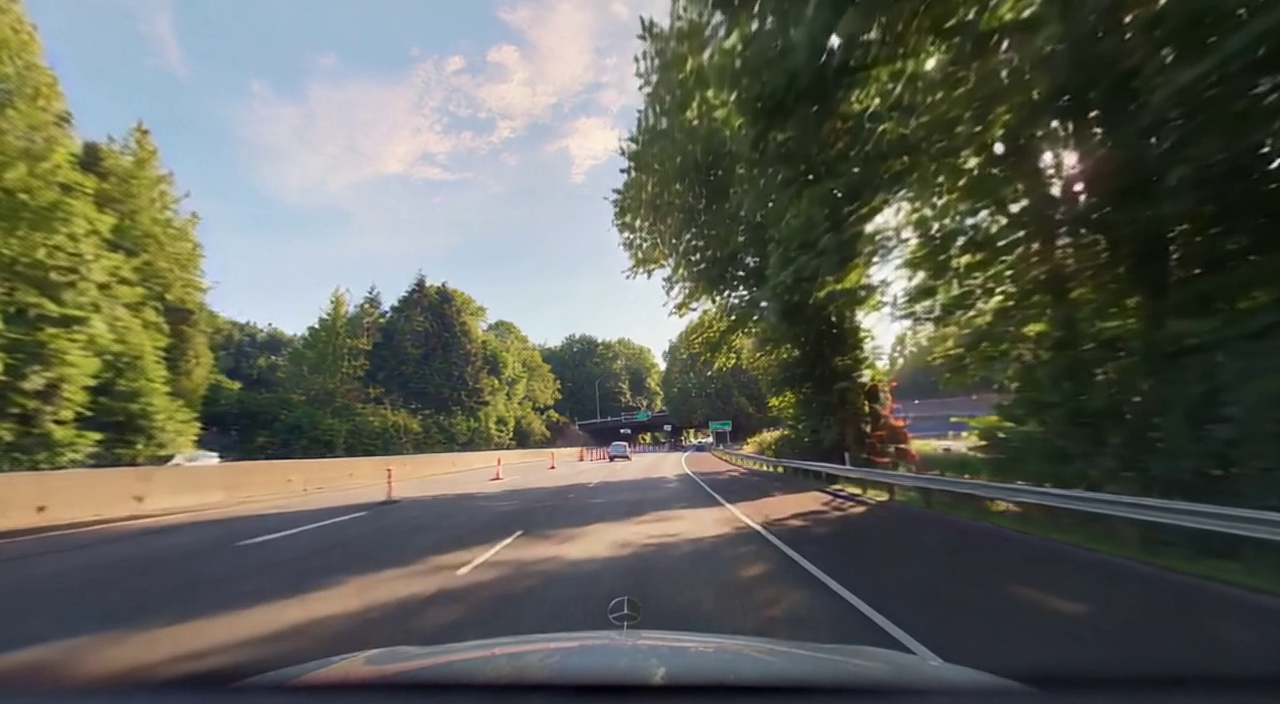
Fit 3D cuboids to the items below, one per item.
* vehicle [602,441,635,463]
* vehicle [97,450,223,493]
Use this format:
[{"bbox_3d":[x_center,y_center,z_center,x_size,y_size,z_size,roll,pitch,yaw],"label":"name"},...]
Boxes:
[{"bbox_3d":[-1.453,7.103,44.933,2.118,1.475,4.263,0,-8,1],"label":"vehicle"},{"bbox_3d":[-18.383,4.565,24.357,1.884,1.459,3.767,0,-8,0],"label":"vehicle"}]
